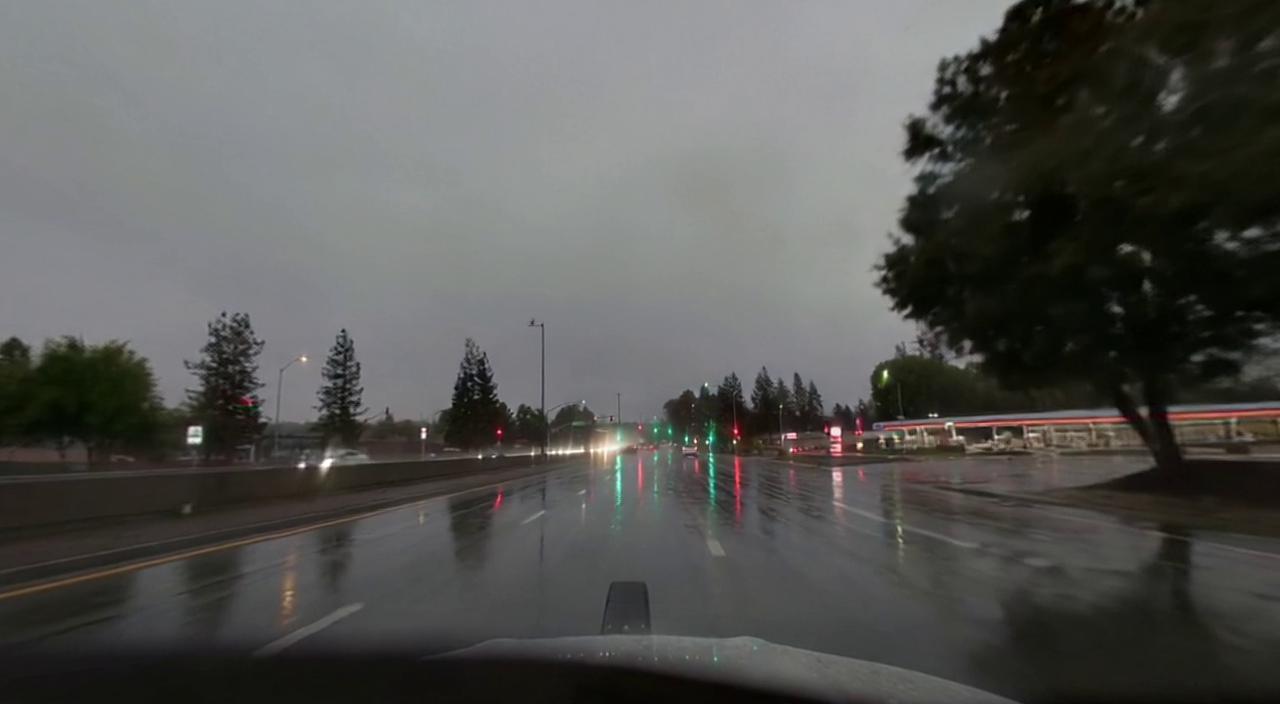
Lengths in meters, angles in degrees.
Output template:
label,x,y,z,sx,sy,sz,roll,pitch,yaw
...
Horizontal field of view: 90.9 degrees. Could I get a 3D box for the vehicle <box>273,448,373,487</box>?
label,x,y,z,sx,sy,sz,roll,pitch,yaw
vehicle,-13.770,4.994,27.696,1.927,1.526,4.245,-1,-8,5
